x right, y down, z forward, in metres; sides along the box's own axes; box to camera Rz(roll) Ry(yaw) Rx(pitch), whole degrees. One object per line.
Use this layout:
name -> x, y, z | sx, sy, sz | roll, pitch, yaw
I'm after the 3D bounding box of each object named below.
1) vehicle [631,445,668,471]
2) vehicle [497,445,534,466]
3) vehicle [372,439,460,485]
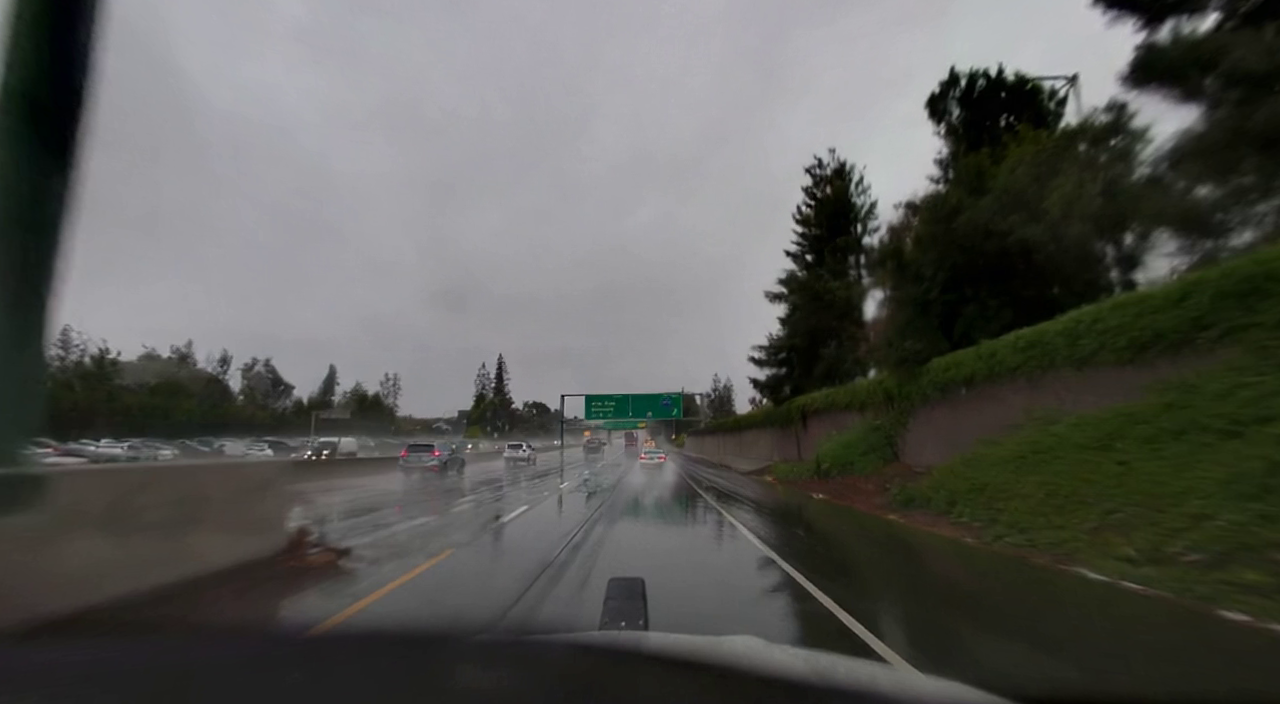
vehicle -> 0.619, 6.435, 38.641 | 2.137, 1.461, 3.999 | -1, -8, 1
vehicle -> -8.920, 7.416, 45.507 | 1.865, 1.413, 4.178 | 0, -8, 0
vehicle -> -8.453, 4.160, 24.237 | 1.954, 1.605, 4.023 | 0, -8, -1
